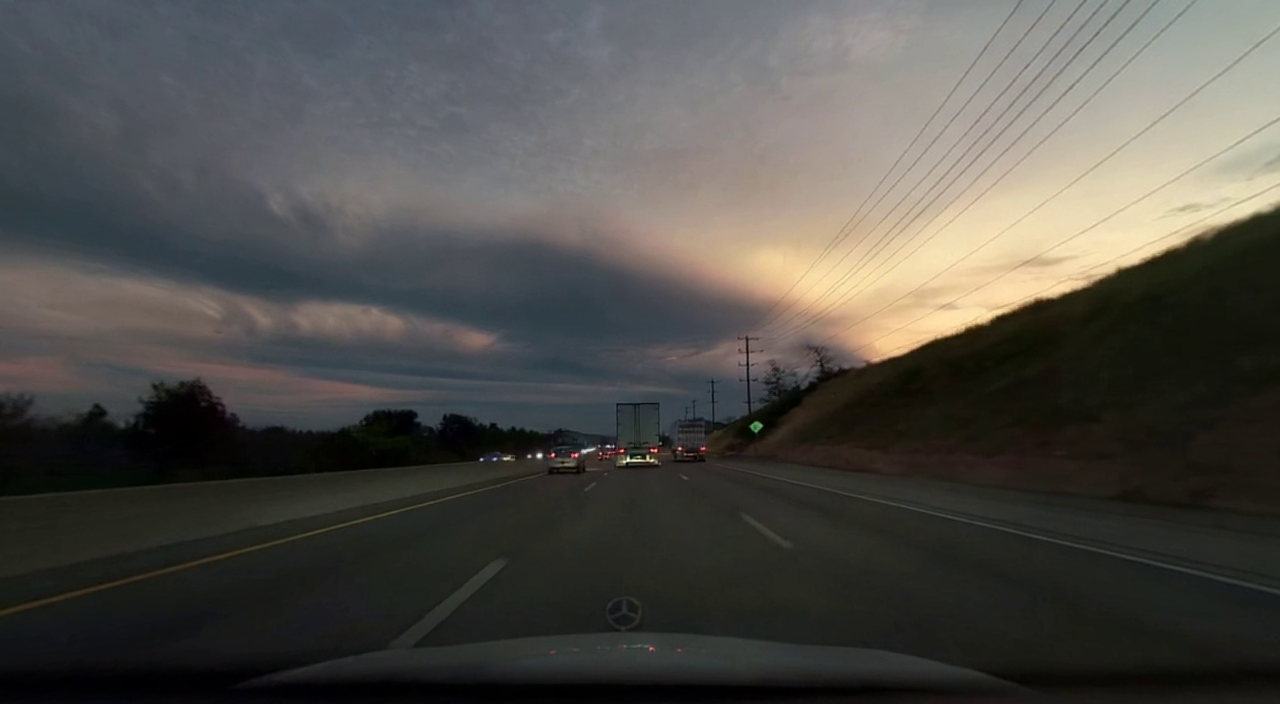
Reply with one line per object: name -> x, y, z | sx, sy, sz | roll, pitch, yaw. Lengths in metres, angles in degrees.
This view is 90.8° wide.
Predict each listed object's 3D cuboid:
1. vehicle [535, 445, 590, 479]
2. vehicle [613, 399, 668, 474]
vehicle -> -3.758, 5.432, 31.441 | 2.128, 1.533, 4.694 | 0, -9, 0
vehicle -> 0.069, 5.427, 39.789 | 2.985, 4.025, 10.982 | 0, -9, 0
